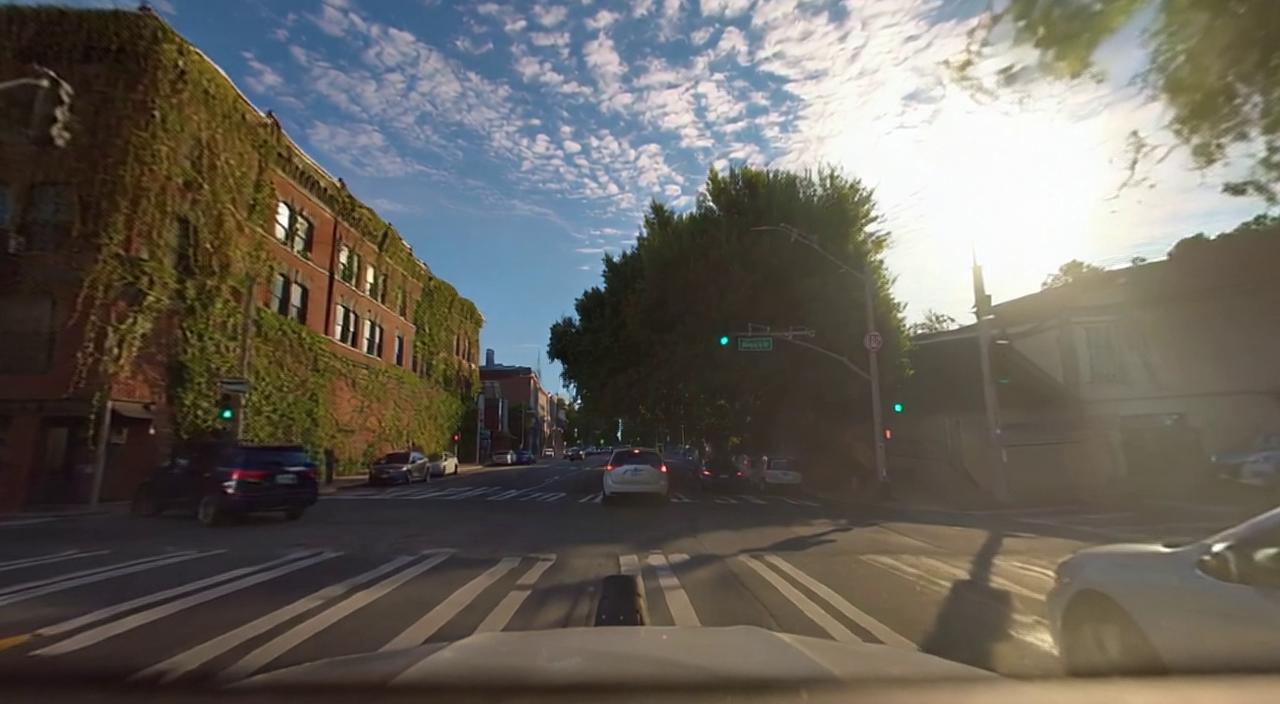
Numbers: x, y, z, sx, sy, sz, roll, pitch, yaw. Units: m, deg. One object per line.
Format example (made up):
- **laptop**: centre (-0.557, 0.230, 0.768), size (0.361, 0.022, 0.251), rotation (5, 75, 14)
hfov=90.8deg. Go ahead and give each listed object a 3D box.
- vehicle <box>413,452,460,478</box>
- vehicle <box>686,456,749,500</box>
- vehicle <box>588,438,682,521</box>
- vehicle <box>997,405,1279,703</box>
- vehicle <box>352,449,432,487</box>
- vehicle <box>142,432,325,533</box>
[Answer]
- **vehicle**: centre (-14.273, 7.917, 44.594), size (1.891, 1.659, 4.360), rotation (0, -9, 0)
- **vehicle**: centre (2.884, 4.799, 24.390), size (1.852, 1.462, 4.155), rotation (0, -9, -1)
- **vehicle**: centre (-0.168, 3.216, 16.583), size (2.105, 1.842, 4.537), rotation (0, -9, -1)
- **vehicle**: centre (3.226, 0.838, 1.488), size (2.026, 1.499, 4.662), rotation (0, -8, 0)
- **vehicle**: centre (-14.255, 6.669, 36.763), size (2.191, 2.011, 5.556), rotation (0, -8, 2)
- **vehicle**: centre (-8.782, 2.671, 13.543), size (4.244, 1.812, 1.855), rotation (-7, -11, 38)
